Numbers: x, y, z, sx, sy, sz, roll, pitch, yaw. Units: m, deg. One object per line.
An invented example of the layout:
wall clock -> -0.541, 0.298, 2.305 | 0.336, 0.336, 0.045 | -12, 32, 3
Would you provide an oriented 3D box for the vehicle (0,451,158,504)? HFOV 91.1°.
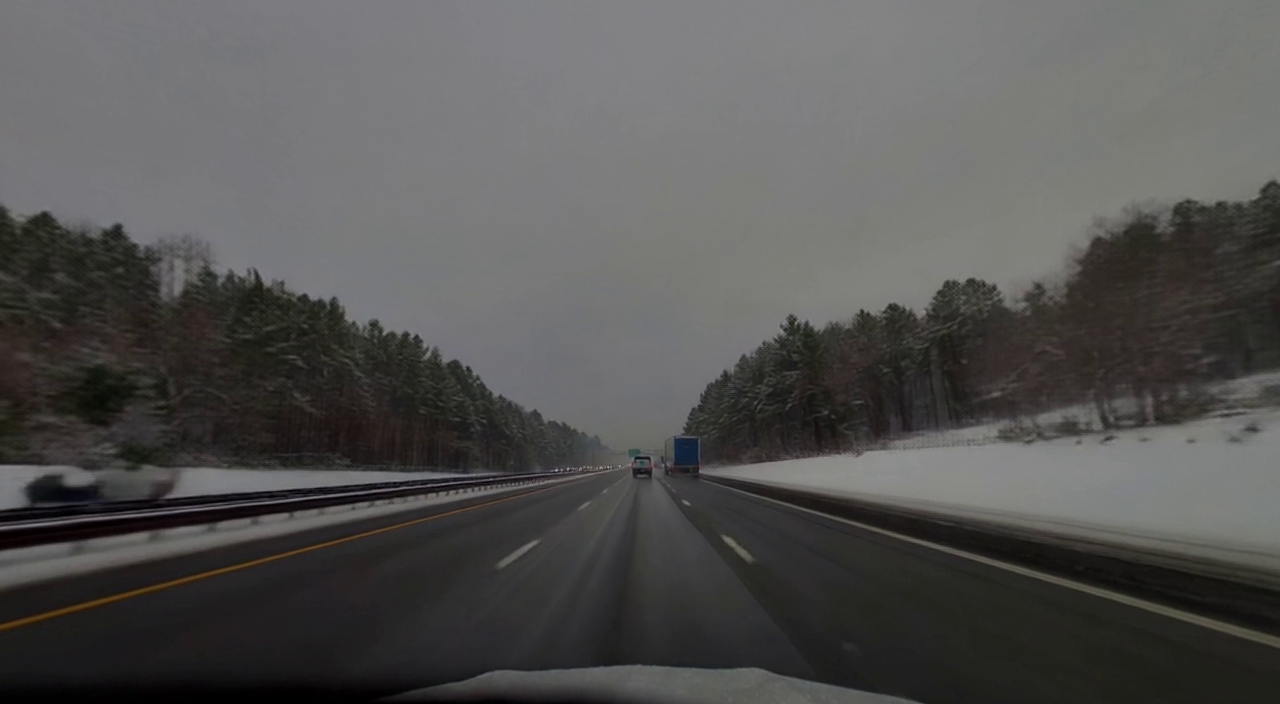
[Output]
vehicle -> -18.963, 4.161, 21.093 | 1.851, 1.541, 4.504 | 1, -10, 0
